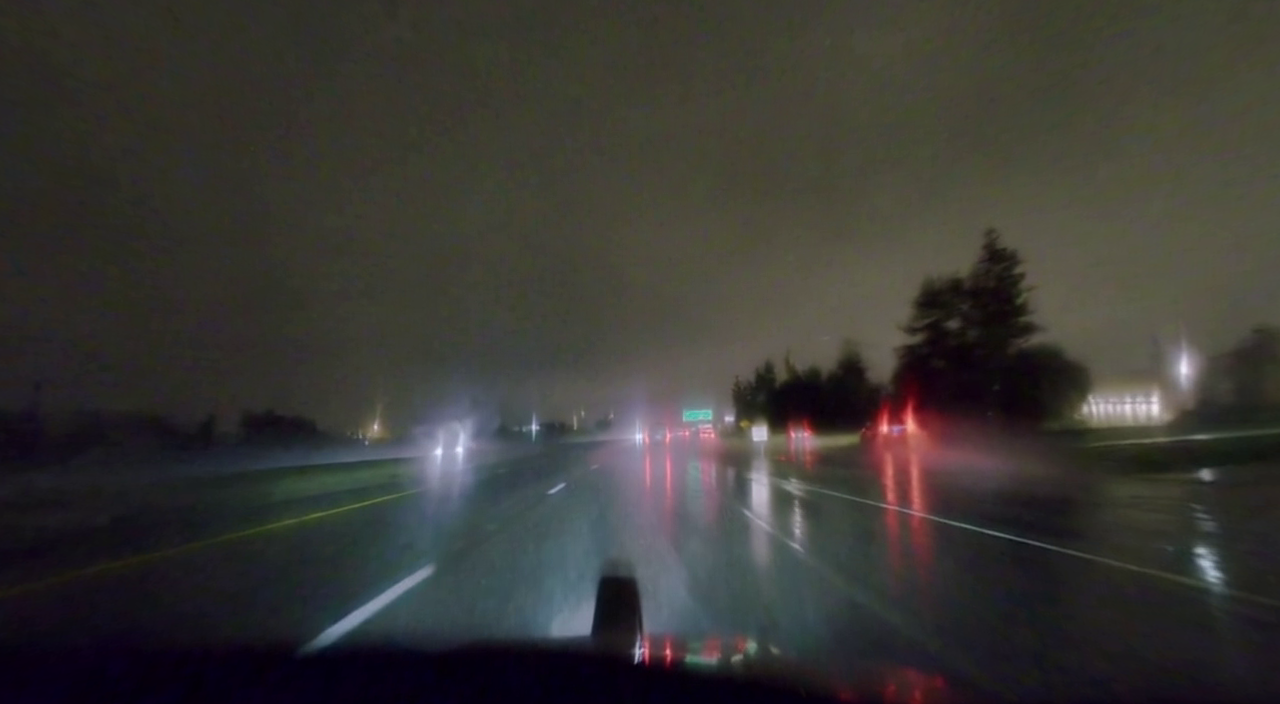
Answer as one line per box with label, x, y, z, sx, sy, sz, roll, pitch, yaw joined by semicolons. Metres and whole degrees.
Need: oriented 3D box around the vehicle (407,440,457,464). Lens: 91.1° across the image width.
vehicle;-13.573;6.528;41.232;1.815;1.480;4.254;0;-8;0
